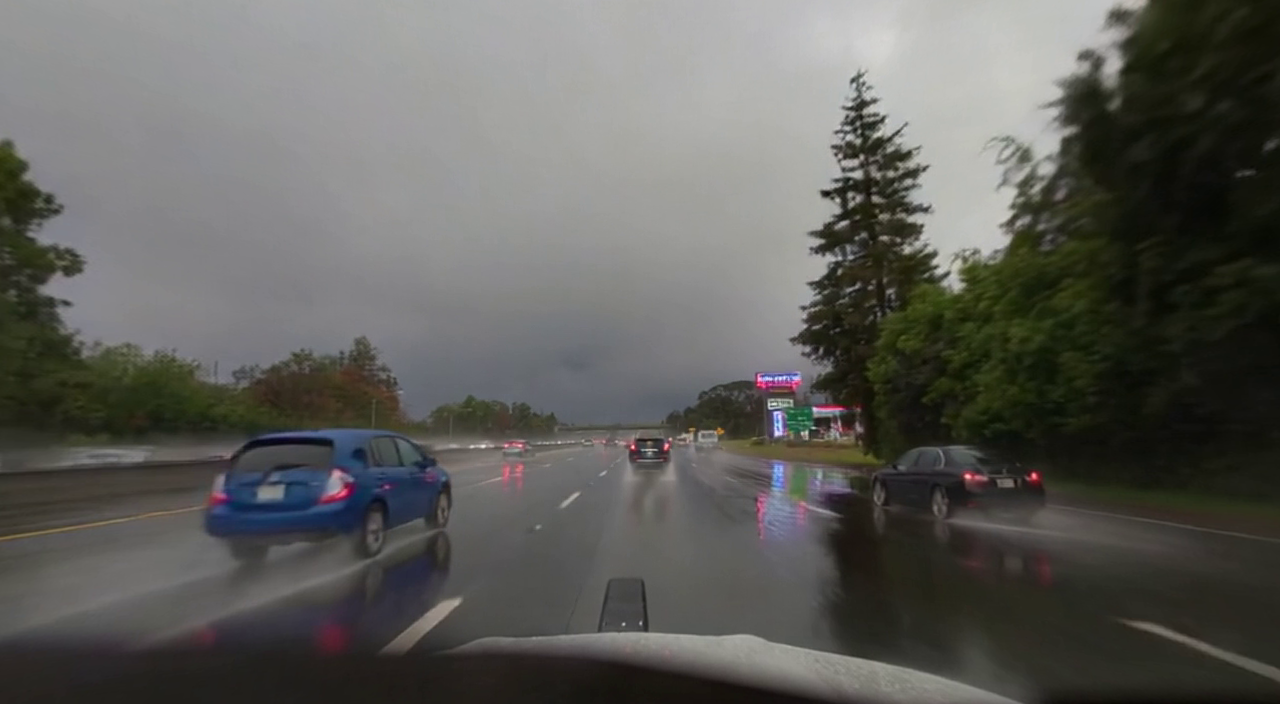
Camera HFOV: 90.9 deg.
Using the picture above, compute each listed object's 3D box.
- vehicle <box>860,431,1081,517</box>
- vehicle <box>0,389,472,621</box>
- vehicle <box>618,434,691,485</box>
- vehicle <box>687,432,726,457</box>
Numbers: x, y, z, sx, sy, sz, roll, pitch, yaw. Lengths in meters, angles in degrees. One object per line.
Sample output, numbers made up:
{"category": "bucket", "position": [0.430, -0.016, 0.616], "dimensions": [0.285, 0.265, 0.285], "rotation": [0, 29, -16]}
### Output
{"category": "vehicle", "position": [6.337, 2.374, 12.839], "dimensions": [2.030, 1.442, 4.358], "rotation": [0, -8, -2]}
{"category": "vehicle", "position": [-3.561, 1.422, 6.964], "dimensions": [1.927, 1.586, 5.142], "rotation": [0, -8, 1]}
{"category": "vehicle", "position": [0.414, 3.438, 20.427], "dimensions": [2.113, 1.464, 4.073], "rotation": [0, -8, 0]}
{"category": "vehicle", "position": [4.803, 6.805, 46.437], "dimensions": [2.261, 1.781, 4.709], "rotation": [0, -8, -1]}
